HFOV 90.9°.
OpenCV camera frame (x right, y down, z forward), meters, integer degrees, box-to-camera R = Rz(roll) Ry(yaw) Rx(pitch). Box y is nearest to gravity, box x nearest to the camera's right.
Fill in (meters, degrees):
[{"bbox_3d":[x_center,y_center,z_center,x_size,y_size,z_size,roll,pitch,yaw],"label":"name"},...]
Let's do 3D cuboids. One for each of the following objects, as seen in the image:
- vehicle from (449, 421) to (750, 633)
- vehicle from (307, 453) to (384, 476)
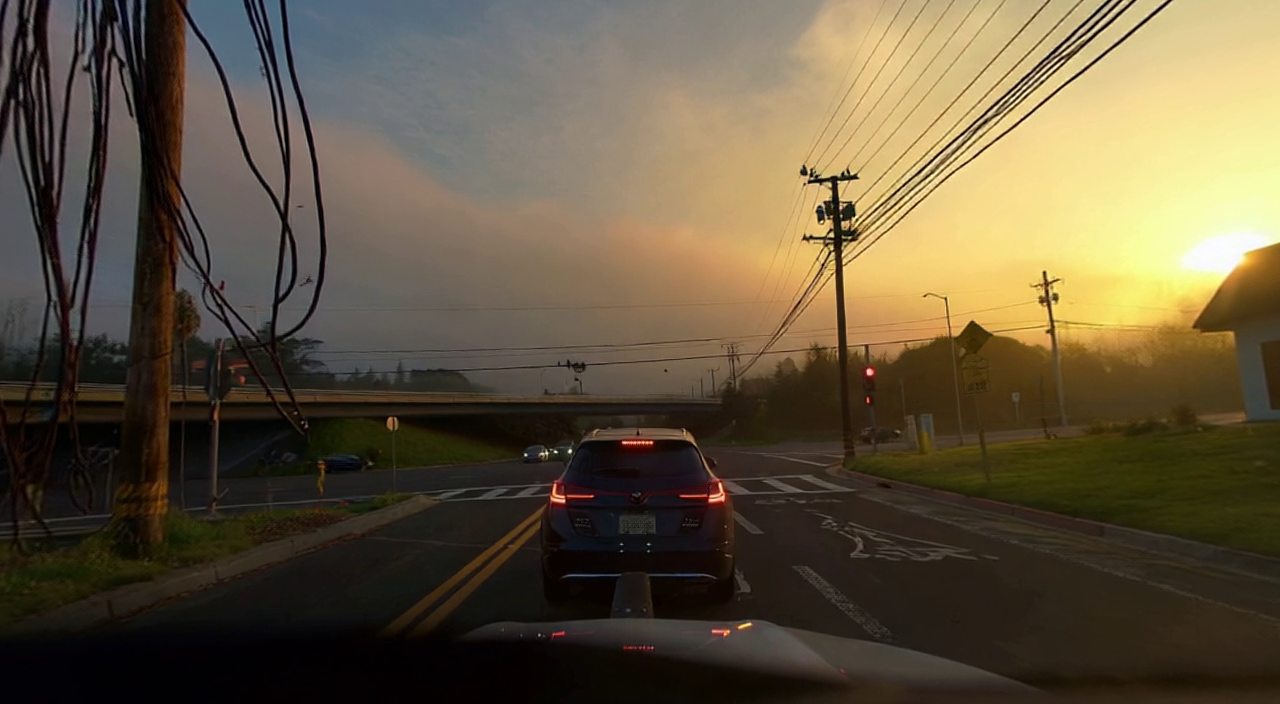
[{"bbox_3d":[-0.250,1.526,6.474,2.090,1.458,4.033,-1,-9,1],"label":"vehicle"},{"bbox_3d":[-21.022,8.017,45.189,1.808,1.539,4.600,-7,-11,39],"label":"vehicle"}]
